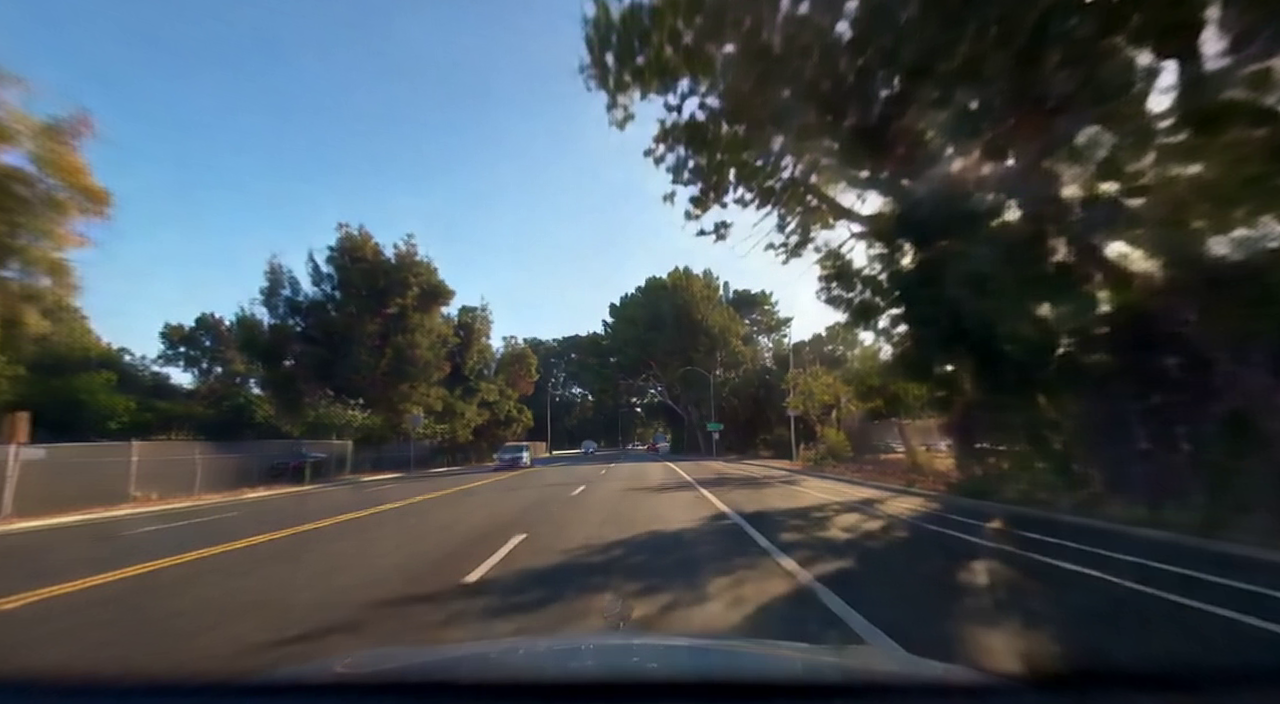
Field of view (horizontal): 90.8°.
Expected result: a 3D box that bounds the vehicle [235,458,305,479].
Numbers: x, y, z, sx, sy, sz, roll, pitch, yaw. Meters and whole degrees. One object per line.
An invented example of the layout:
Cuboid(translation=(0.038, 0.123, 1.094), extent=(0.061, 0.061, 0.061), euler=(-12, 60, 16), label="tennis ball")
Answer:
Cuboid(translation=(-26.900, 8.478, 45.943), extent=(3.977, 1.453, 1.768), euler=(0, -9, 3), label="vehicle")

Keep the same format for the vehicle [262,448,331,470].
Cuboid(translation=(-26.470, 8.238, 48.757), extent=(4.140, 1.635, 2.059), euler=(0, -8, -1), label="vehicle")

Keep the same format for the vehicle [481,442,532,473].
Cuboid(translation=(-7.704, 6.146, 36.940), extent=(1.979, 1.684, 4.289), euler=(-1, -8, 1), label="vehicle")
